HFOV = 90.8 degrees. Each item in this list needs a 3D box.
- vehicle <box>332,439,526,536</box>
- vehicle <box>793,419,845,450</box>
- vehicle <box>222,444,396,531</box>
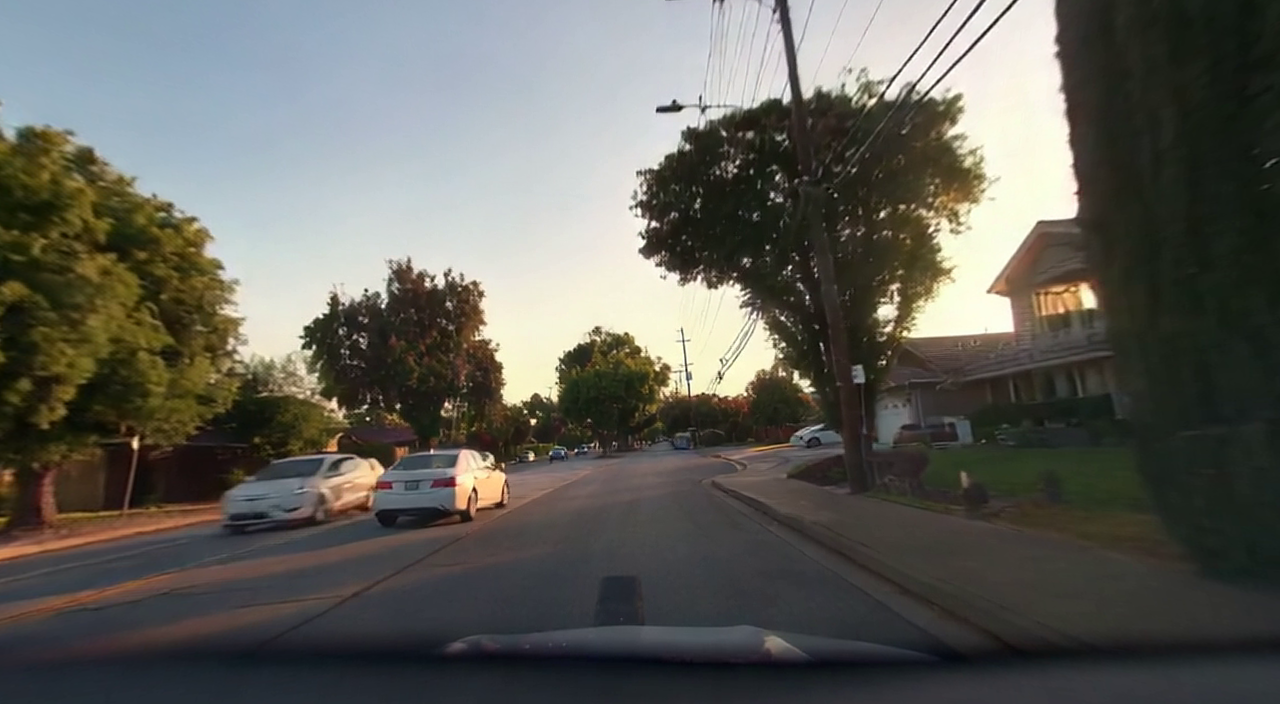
[{"bbox_3d":[-3.711,2.443,12.200,2.041,1.471,4.602,-1,-8,2],"label":"vehicle"},{"bbox_3d":[11.518,5.414,41.059,2.121,1.799,5.124,-3,-8,3],"label":"vehicle"},{"bbox_3d":[-7.457,3.024,14.765,1.950,1.670,3.926,0,-8,0],"label":"vehicle"}]
